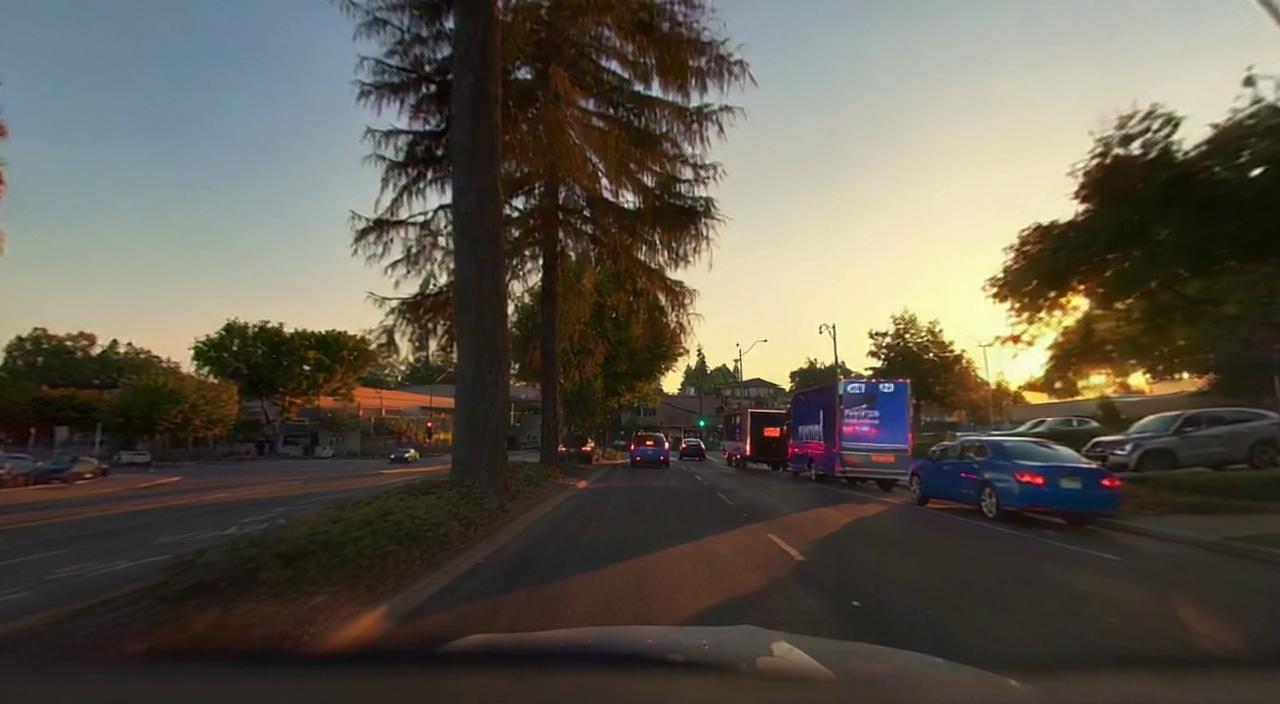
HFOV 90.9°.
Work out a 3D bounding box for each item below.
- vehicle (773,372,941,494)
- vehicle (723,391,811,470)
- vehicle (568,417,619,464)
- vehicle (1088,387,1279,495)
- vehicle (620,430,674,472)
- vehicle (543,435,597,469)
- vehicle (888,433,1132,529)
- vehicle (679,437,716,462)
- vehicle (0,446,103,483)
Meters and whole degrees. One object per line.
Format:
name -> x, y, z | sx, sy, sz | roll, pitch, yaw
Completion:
vehicle -> 6.858, 2.813, 21.521 | 2.891, 3.361, 7.843 | -1, -8, 0
vehicle -> 7.005, 4.662, 36.593 | 2.816, 3.804, 10.315 | -2, -9, 0
vehicle -> -2.950, 5.866, 41.721 | 2.715, 2.791, 7.171 | -1, -8, 1
vehicle -> 13.750, 2.200, 15.699 | 5.354, 2.214, 2.504 | 6, -10, -36
vehicle -> 0.344, 4.396, 28.216 | 2.209, 1.718, 4.008 | -1, -8, 1
vehicle -> -3.314, 4.844, 30.641 | 2.008, 1.500, 4.369 | -1, -8, 1
vehicle -> 6.702, 2.359, 12.192 | 1.980, 1.473, 4.537 | -1, -8, 1
vehicle -> 3.737, 6.458, 41.775 | 2.075, 1.540, 4.411 | -1, -8, 1
vehicle -> -29.268, 5.330, 30.100 | 1.971, 1.578, 5.304 | -2, -8, 12
